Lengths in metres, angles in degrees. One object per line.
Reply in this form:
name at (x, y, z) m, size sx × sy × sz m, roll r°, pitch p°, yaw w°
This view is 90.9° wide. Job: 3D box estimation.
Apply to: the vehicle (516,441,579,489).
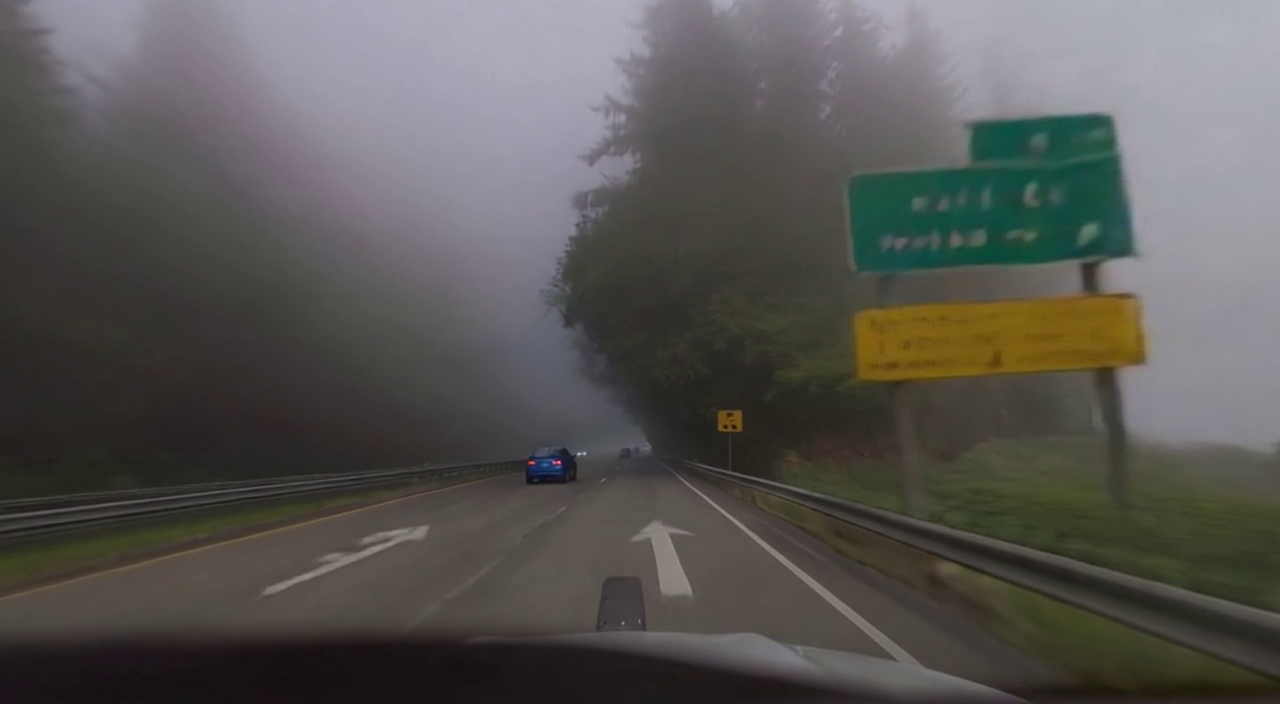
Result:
vehicle at (-3.204, 3.977, 22.461) m, size 1.675 × 1.537 × 3.574 m, roll -1°, pitch -9°, yaw 1°
